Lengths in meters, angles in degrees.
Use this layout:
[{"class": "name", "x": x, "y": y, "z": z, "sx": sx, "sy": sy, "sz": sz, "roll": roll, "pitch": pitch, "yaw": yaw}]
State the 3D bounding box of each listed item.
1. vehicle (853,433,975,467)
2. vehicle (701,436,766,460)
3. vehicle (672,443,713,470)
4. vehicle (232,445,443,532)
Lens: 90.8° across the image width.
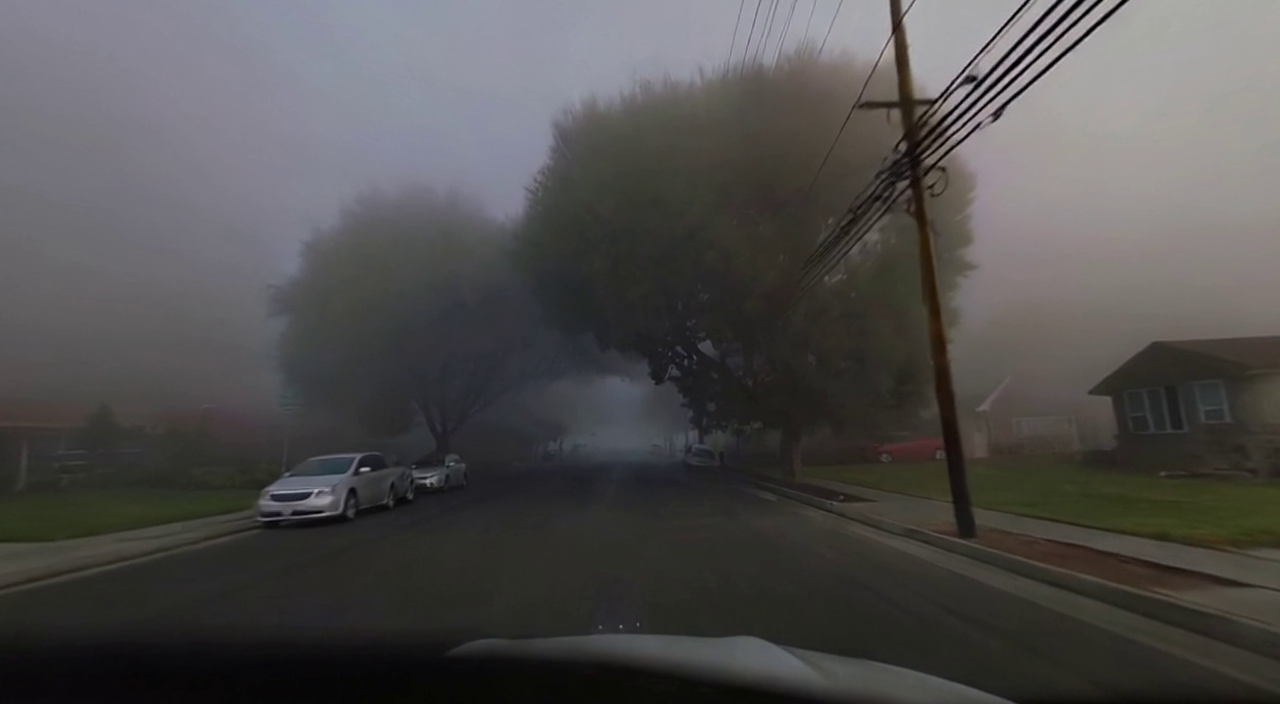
[{"class": "vehicle", "x": 12.290, "y": 4.419, "z": 28.524, "sx": 4.605, "sy": 1.492, "sz": 1.898, "roll": 0, "pitch": -9, "yaw": 0}, {"class": "vehicle", "x": 6.989, "y": 7.216, "z": 47.462, "sx": 4.486, "sy": 1.788, "sz": 2.177, "roll": 0, "pitch": -9, "yaw": -1}, {"class": "vehicle", "x": 3.038, "y": 6.108, "z": 37.249, "sx": 1.925, "sy": 1.482, "sz": 4.326, "roll": 0, "pitch": -9, "yaw": -2}, {"class": "vehicle", "x": -6.243, "y": 2.824, "z": 13.943, "sx": 2.208, "sy": 1.491, "sz": 5.089, "roll": 0, "pitch": -8, "yaw": -1}]
